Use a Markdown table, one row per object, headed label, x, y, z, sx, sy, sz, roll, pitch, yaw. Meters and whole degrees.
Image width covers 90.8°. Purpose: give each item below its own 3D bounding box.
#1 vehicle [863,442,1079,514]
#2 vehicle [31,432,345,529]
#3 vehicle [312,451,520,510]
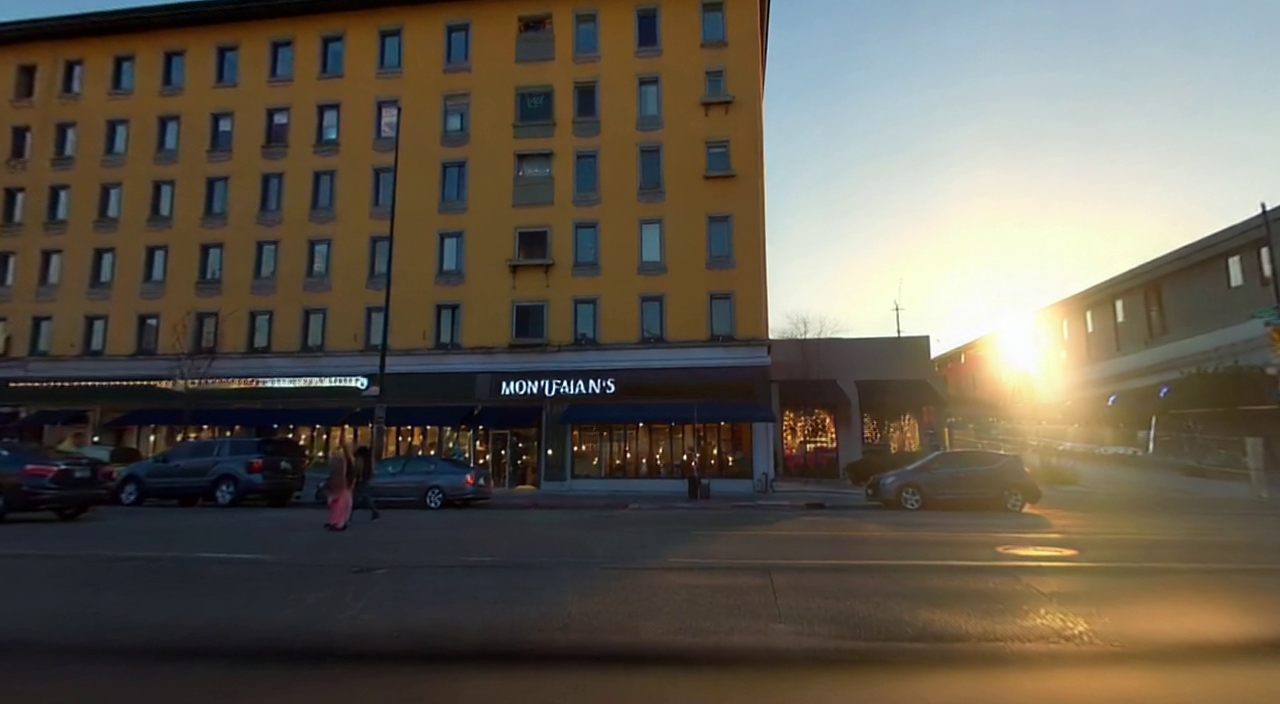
| label | x | y | z | sx | sy | sz | roll | pitch | yaw |
| --- | --- | --- | --- | --- | --- | --- | --- | --- | --- |
| vehicle | 8.230 | 3.170 | 16.081 | 4.410 | 1.687 | 1.834 | -1 | -9 | 3 |
| vehicle | -7.742 | 2.171 | 11.009 | 4.330 | 1.458 | 1.932 | -2 | -9 | 12 |
| vehicle | -5.834 | 3.363 | 16.800 | 4.830 | 1.421 | 1.826 | -1 | -9 | 6 |
